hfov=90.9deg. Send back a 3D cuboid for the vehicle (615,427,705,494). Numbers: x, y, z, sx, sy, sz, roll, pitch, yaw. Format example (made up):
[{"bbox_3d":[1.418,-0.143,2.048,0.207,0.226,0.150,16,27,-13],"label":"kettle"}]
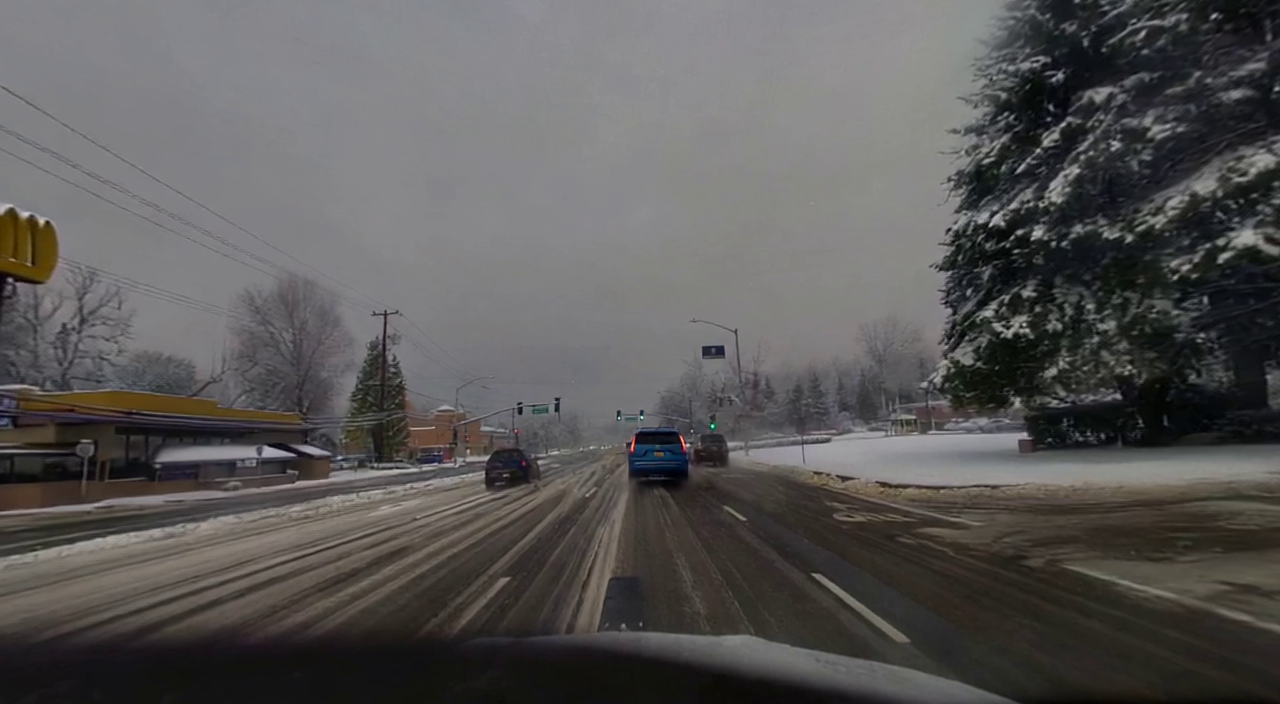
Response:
[{"bbox_3d":[0.572,3.443,20.391,2.513,1.854,5.235,0,-8,0],"label":"vehicle"}]

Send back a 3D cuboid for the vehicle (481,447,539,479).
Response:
[{"bbox_3d":[-6.663,5.711,32.760,1.966,1.461,4.422,0,-8,1],"label":"vehicle"}]
